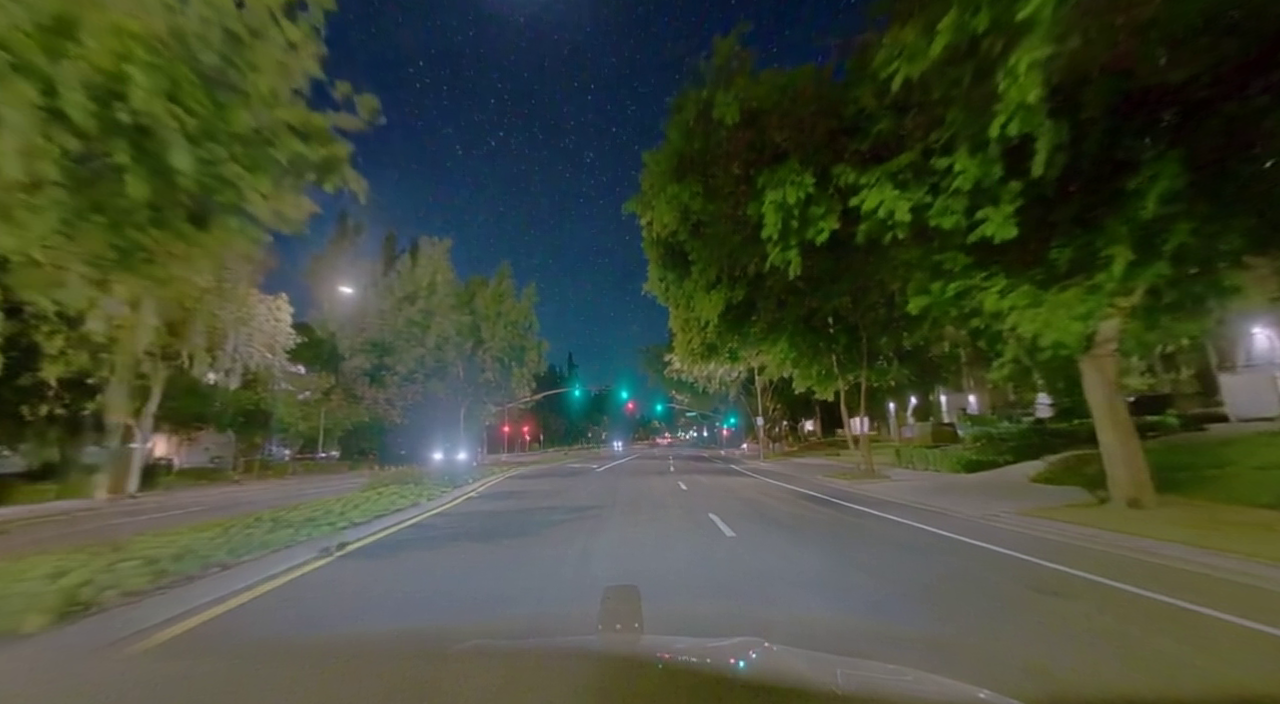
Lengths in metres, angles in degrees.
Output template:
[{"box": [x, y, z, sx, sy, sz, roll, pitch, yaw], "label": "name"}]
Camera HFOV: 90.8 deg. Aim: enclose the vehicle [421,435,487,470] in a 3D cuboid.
[{"box": [-11.072, 6.021, 38.118, 2.174, 1.855, 5.452, -2, -8, 2], "label": "vehicle"}]
